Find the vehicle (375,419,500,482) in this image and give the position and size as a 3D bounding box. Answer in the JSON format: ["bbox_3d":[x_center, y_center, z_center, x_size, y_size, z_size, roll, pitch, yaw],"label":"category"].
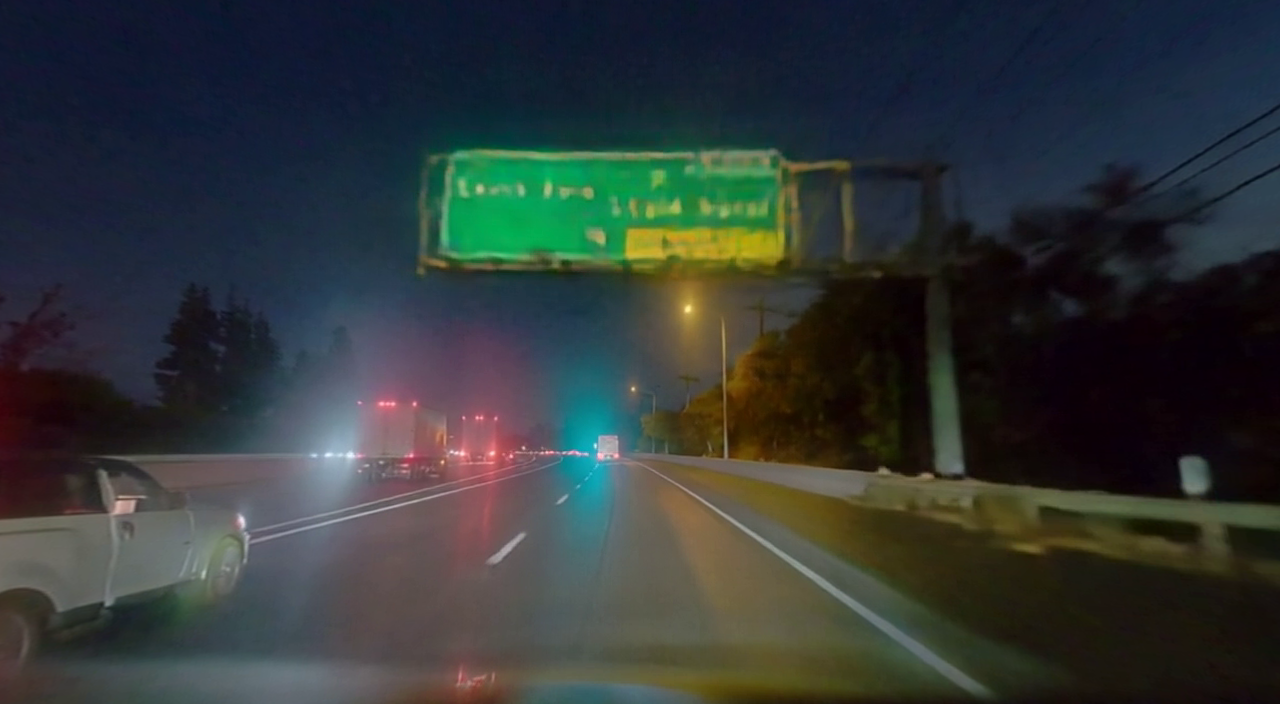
[{"bbox_3d":[-10.205,5.273,34.246,3.270,2.674,14.547,1,-9,-5],"label":"vehicle"}]

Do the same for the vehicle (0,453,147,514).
[{"bbox_3d":[-16.866,3.681,18.201,1.842,1.452,4.612,0,-8,-3],"label":"vehicle"}]
